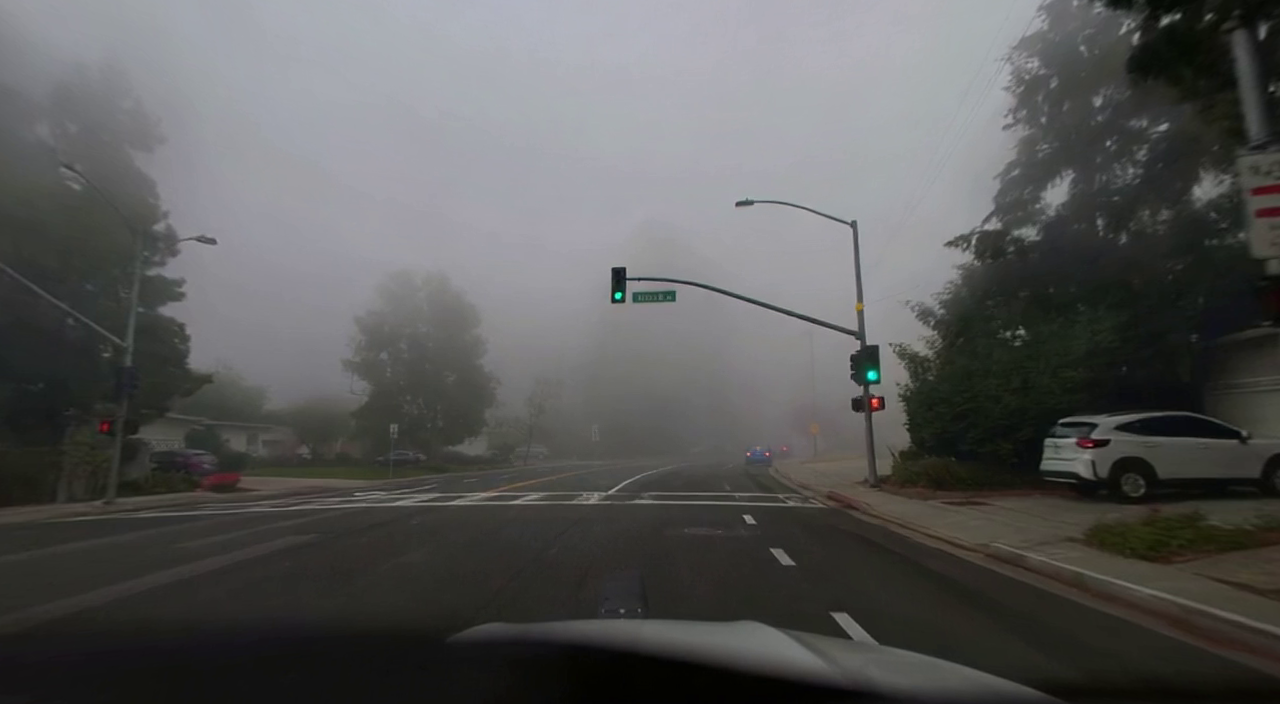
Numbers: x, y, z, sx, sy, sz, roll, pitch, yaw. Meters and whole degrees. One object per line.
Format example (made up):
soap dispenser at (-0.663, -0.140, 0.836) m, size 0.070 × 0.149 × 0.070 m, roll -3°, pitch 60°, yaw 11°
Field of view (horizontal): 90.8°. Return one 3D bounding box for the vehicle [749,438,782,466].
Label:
vehicle at (8.361, 6.607, 41.833) m, size 1.989 × 1.782 × 4.351 m, roll -2°, pitch -9°, yaw 13°

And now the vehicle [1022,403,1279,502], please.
vehicle at (10.491, 1.939, 12.263) m, size 4.833 × 1.742 × 1.946 m, roll 0°, pitch -8°, yaw 1°

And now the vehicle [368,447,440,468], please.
vehicle at (-17.503, 7.837, 46.979) m, size 4.658 × 1.482 × 1.879 m, roll -2°, pitch -9°, yaw 12°

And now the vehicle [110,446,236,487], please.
vehicle at (-19.824, 4.837, 26.897) m, size 4.028 × 1.610 × 1.881 m, roll -1°, pitch -9°, yaw 8°
